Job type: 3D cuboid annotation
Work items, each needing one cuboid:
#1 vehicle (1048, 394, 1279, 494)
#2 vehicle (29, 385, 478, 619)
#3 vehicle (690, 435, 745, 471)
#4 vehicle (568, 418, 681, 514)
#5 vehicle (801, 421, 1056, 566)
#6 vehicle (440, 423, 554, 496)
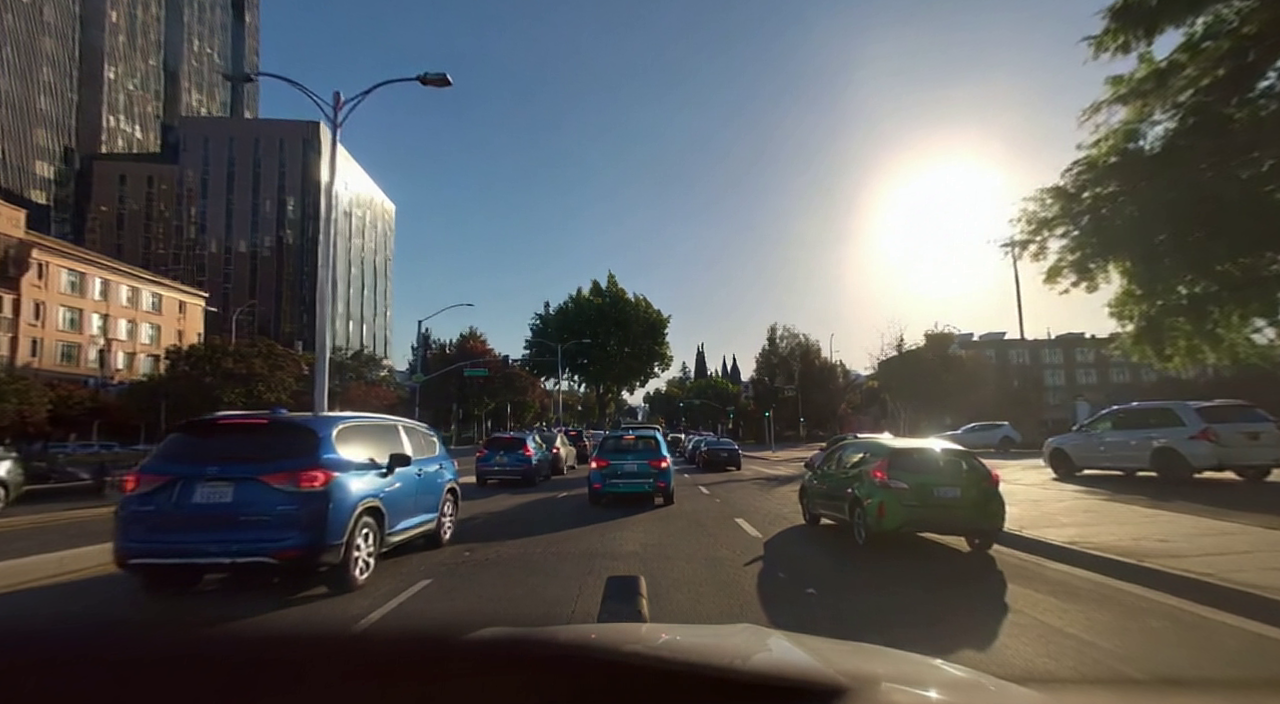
[{"bbox_3d":[12.520,2.089,14.291,4.991,1.978,2.090,-8,-12,42],"label":"vehicle"},{"bbox_3d":[-3.426,1.420,6.862,2.047,1.710,4.314,0,-9,1],"label":"vehicle"},{"bbox_3d":[3.375,4.501,28.058,1.948,1.475,4.093,0,-8,0],"label":"vehicle"},{"bbox_3d":[-0.232,2.355,13.398,2.022,1.700,4.084,0,-8,1],"label":"vehicle"},{"bbox_3d":[3.644,1.824,8.838,1.847,1.554,3.885,0,-8,2],"label":"vehicle"},{"bbox_3d":[-3.706,2.886,17.176,2.012,1.701,4.316,0,-8,1],"label":"vehicle"}]
